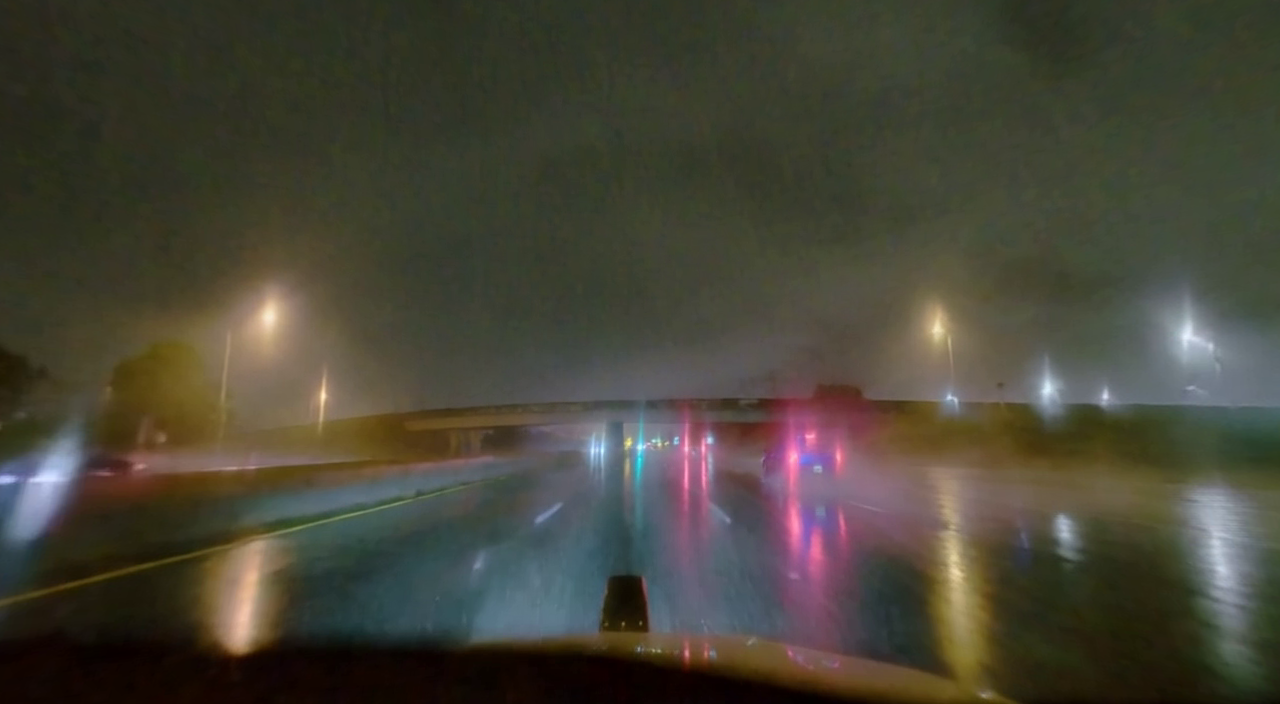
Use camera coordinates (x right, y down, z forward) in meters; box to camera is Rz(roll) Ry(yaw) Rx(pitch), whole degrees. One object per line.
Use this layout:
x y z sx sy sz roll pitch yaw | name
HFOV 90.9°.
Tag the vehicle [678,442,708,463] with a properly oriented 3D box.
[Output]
4.125 7.939 49.927 1.949 1.515 4.374 0 -8 -1 | vehicle
